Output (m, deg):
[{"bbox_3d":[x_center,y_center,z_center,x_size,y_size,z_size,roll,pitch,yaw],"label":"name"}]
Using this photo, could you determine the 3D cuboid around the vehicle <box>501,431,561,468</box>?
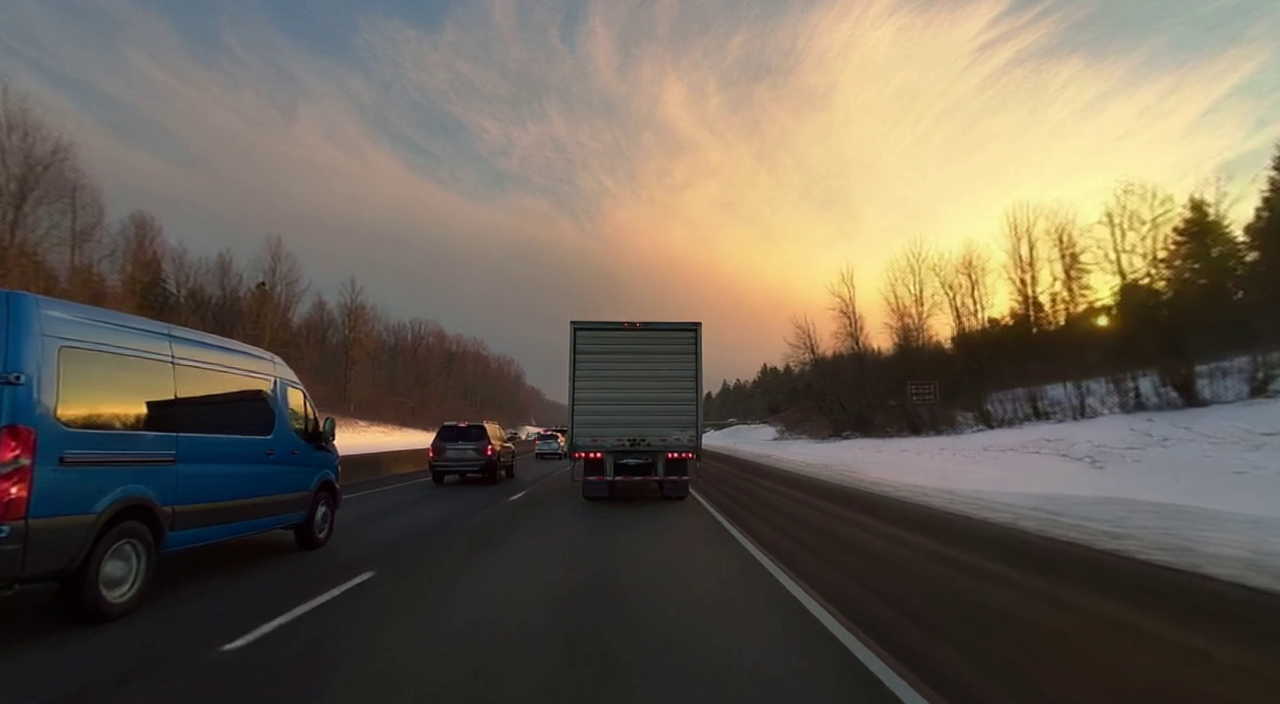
[{"bbox_3d":[-4.869,4.426,28.705,1.931,1.539,4.441,0,-8,0],"label":"vehicle"}]

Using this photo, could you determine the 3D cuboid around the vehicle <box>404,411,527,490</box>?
[{"bbox_3d":[-4.904,2.837,18.525,2.168,1.985,4.952,0,-8,0],"label":"vehicle"}]

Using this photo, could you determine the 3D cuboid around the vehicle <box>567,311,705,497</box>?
[{"bbox_3d":[-0.120,1.775,18.706,2.953,4.041,10.072,0,-8,-1],"label":"vehicle"}]

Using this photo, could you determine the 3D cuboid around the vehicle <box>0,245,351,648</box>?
[{"bbox_3d":[-5.272,0.864,5.941,2.478,2.515,5.438,0,-8,0],"label":"vehicle"}]
